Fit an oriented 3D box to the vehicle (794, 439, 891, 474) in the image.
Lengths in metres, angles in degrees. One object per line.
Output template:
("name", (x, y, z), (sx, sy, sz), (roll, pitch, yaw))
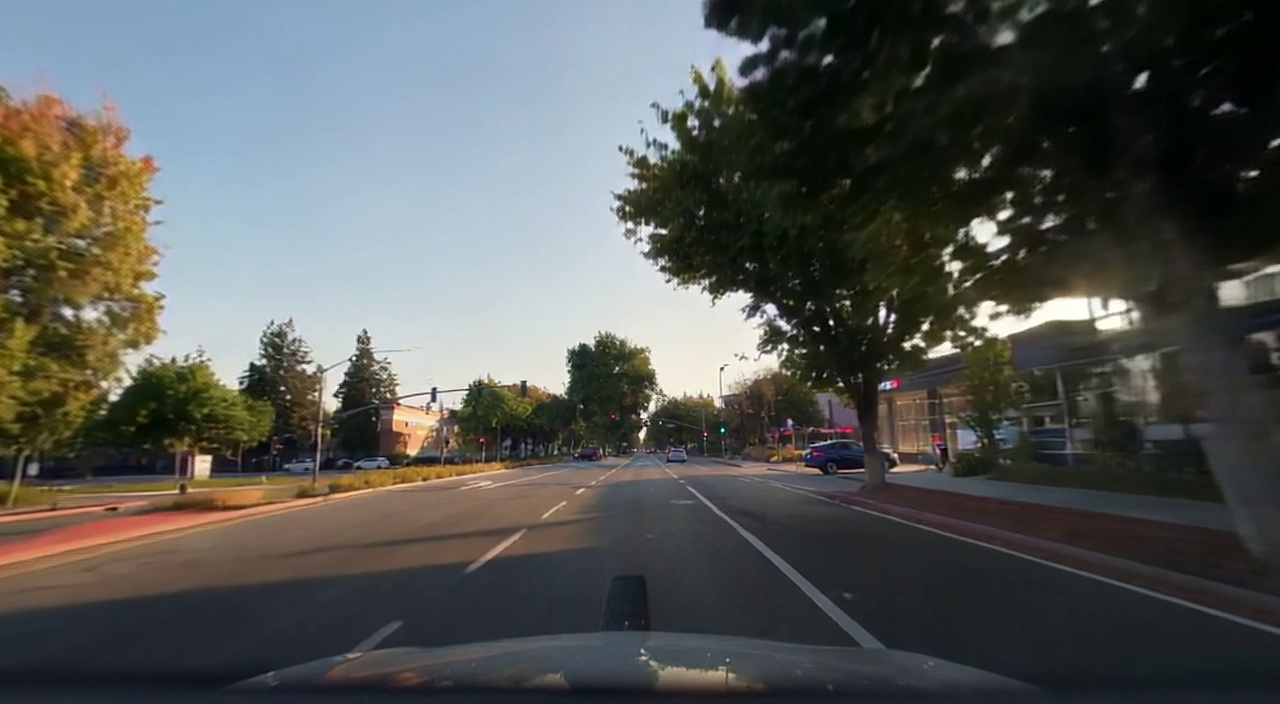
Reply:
("vehicle", (9.722, 5.033, 30.509), (4.007, 1.591, 1.915), (-1, -8, 2))
